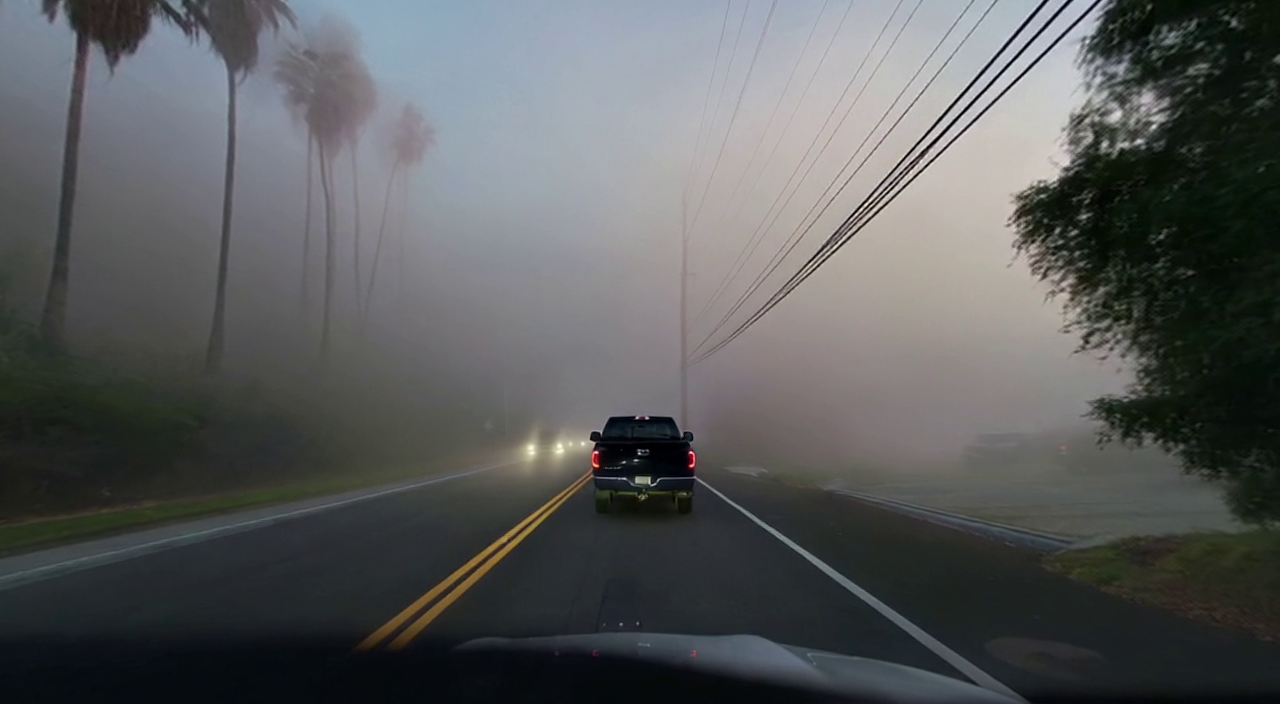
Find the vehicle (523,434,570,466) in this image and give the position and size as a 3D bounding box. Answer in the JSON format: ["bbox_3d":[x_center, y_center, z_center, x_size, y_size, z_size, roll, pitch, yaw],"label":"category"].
[{"bbox_3d":[-5.601,5.955,38.459,2.223,1.776,4.614,0,-8,-1],"label":"vehicle"}]

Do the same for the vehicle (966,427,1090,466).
[{"bbox_3d":[20.345,5.040,33.625,2.277,1.836,6.267,0,-9,-4],"label":"vehicle"}]

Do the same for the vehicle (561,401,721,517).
[{"bbox_3d":[0.019,2.352,14.331,2.848,2.047,5.885,0,-8,0],"label":"vehicle"}]

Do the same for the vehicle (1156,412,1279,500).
[{"bbox_3d":[16.090,2.630,16.293,2.338,1.917,6.076,-3,-9,20],"label":"vehicle"}]
